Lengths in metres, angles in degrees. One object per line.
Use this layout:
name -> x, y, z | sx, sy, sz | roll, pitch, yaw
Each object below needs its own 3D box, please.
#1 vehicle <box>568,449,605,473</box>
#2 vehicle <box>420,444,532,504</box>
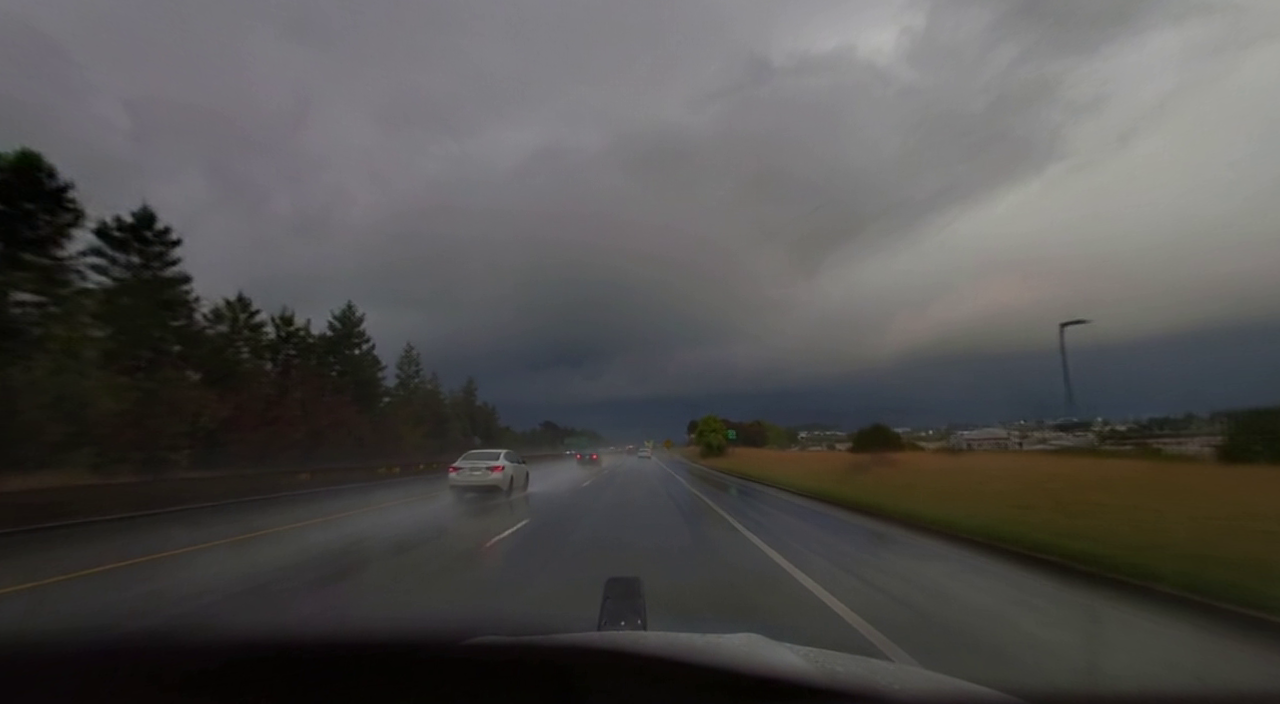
vehicle -> -3.403, 7.012, 40.743 | 2.005, 1.474, 3.921 | 0, -9, 1
vehicle -> -4.571, 3.472, 18.385 | 1.975, 1.501, 4.603 | 0, -9, 1
